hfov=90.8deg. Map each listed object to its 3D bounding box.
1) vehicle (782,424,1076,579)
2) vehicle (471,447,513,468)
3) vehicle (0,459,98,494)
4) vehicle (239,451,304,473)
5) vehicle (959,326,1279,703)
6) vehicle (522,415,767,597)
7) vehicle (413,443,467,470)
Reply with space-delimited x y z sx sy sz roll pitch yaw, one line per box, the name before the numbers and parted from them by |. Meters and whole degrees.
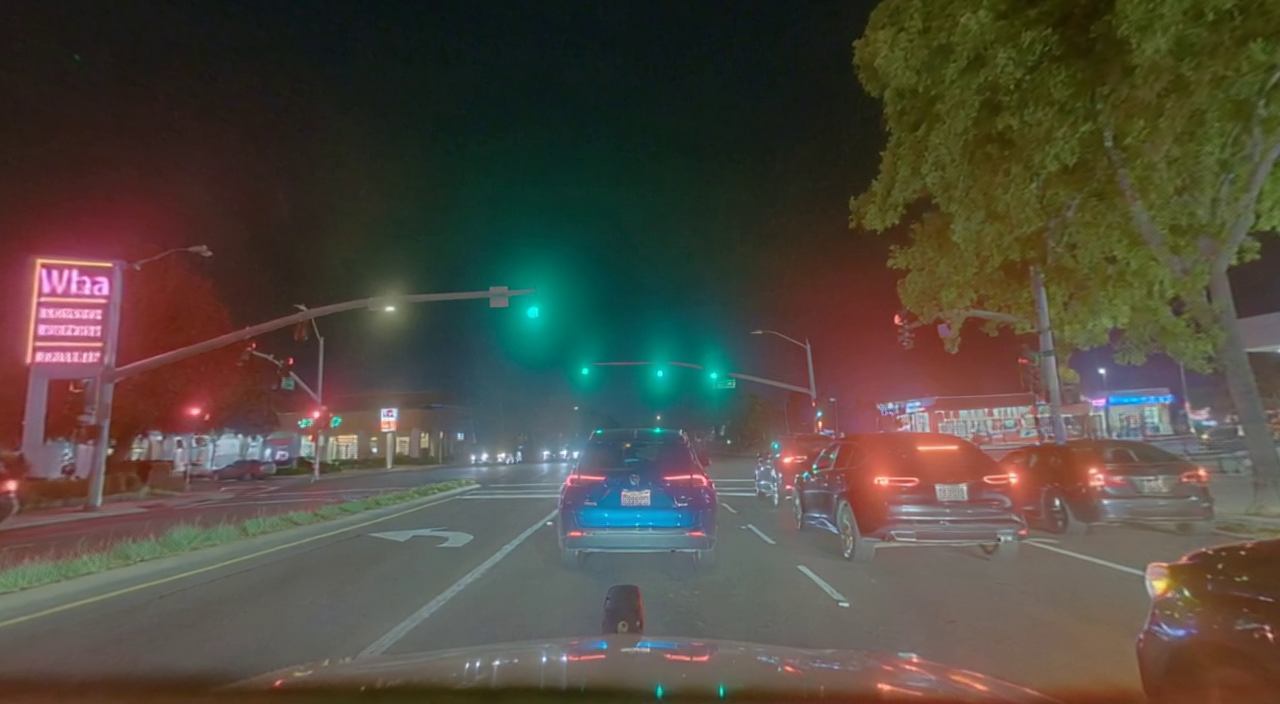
vehicle | 3.321 1.790 8.360 1.865 1.496 4.170 0 -9 -1
vehicle | -11.260 8.003 48.242 2.099 1.478 4.411 0 -9 0
vehicle | -27.256 5.499 28.070 4.285 1.427 1.883 3 -9 -22
vehicle | -28.587 8.530 49.176 4.205 1.541 1.780 4 -10 -28
vehicle | 2.980 0.705 1.574 2.075 1.661 4.401 0 -9 1
vehicle | 0.013 1.633 7.493 2.154 1.577 3.723 0 -9 -1
vehicle | -15.084 7.895 48.034 2.395 1.903 4.860 -1 -9 1
